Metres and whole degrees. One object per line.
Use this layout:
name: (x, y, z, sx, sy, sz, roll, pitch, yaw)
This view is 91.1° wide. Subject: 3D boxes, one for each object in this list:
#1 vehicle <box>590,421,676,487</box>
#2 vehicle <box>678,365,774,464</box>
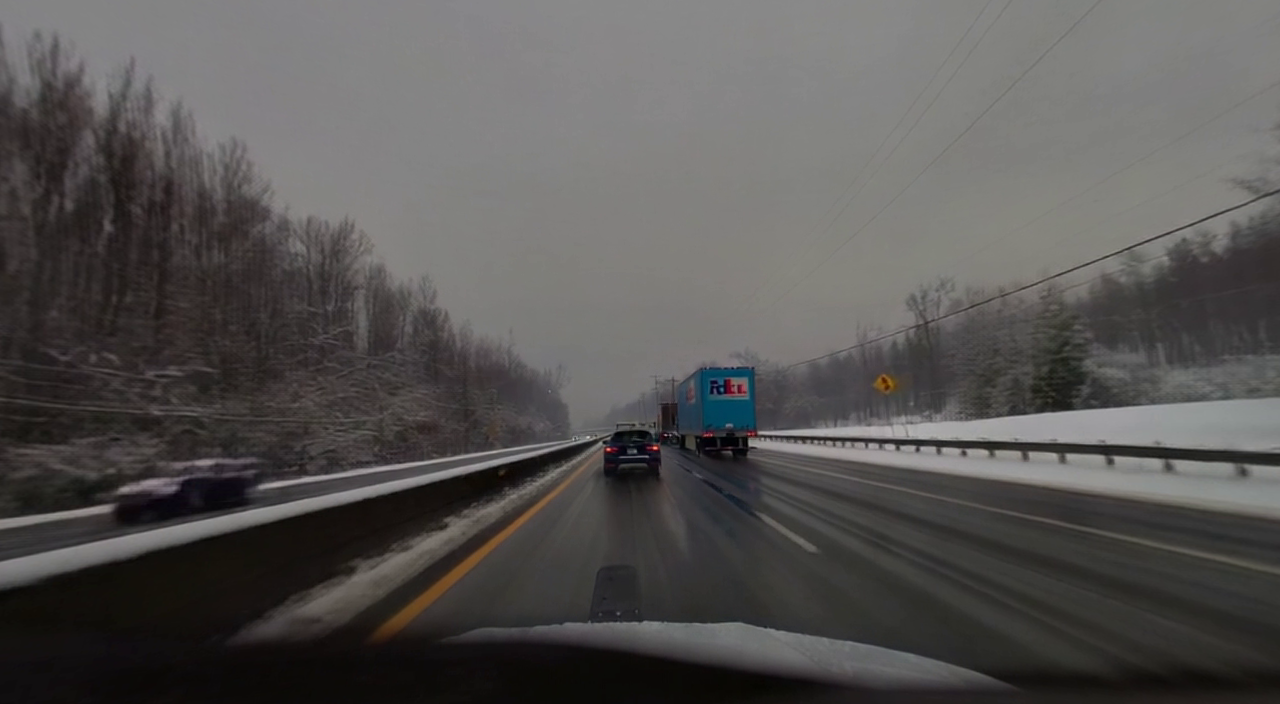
vehicle: (-0.219, 2.716, 17.105, 2.062, 1.581, 3.914, 0, -8, -2)
vehicle: (3.648, 3.035, 29.238, 2.835, 3.872, 8.916, 0, -8, -2)
